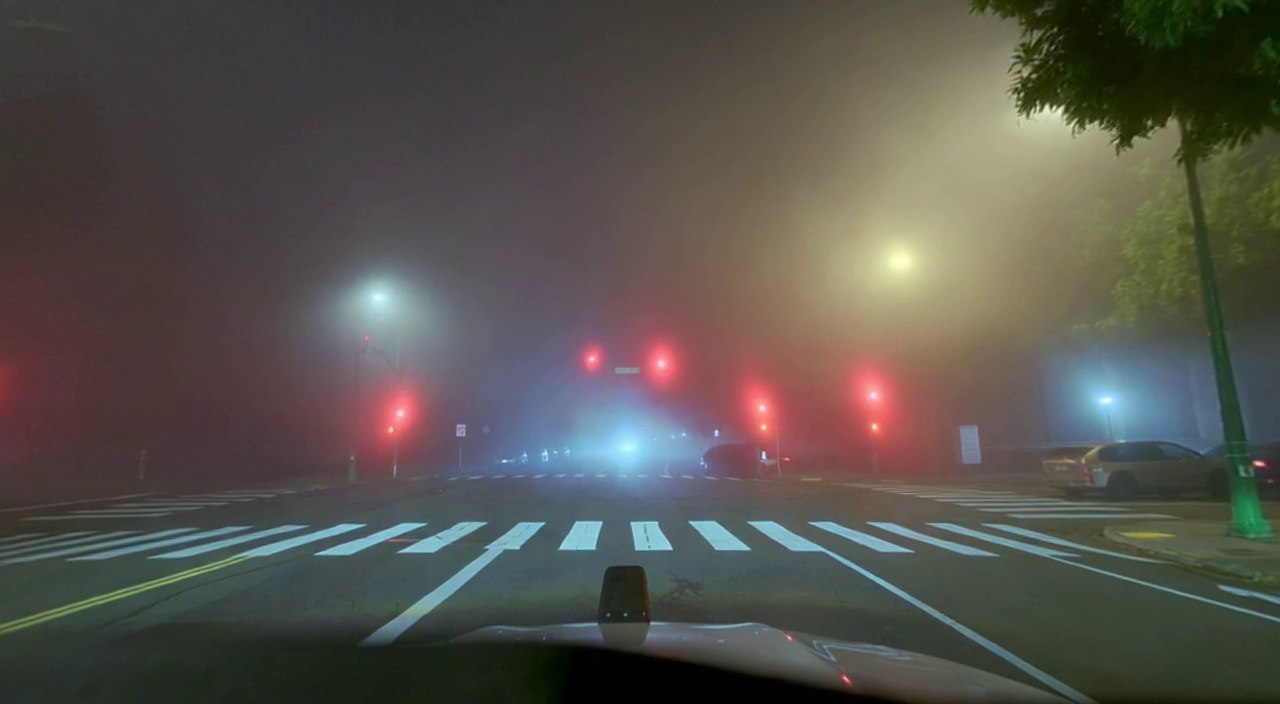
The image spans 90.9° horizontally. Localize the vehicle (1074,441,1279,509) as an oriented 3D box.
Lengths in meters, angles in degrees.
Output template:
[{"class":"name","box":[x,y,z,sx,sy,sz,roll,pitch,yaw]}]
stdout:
[{"class":"vehicle","box":[12.975,2.800,14.574,4.424,1.436,1.804,-1,-9,5]}]
